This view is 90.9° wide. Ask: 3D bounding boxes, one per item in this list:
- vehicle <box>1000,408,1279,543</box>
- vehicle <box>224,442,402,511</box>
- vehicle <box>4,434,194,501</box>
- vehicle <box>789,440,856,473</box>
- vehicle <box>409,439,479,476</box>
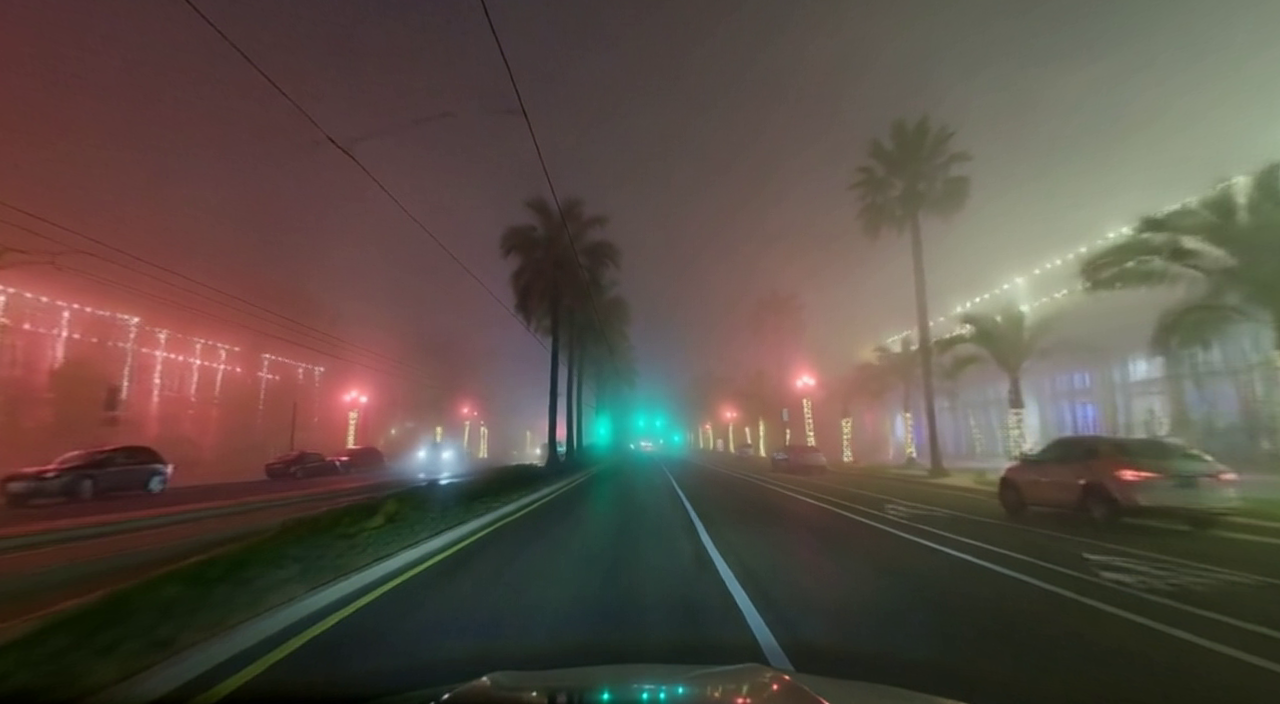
[{"bbox_3d":[8.371,1.906,10.382,1.995,1.677,4.863,0,-8,0],"label":"vehicle"},{"bbox_3d":[-7.933,3.039,15.914,2.046,1.475,4.426,0,-8,1],"label":"vehicle"},{"bbox_3d":[-16.591,3.536,19.724,1.974,1.808,4.373,0,-8,1],"label":"vehicle"},{"bbox_3d":[8.825,5.088,30.814,1.816,1.488,4.102,0,-8,-4],"label":"vehicle"},{"bbox_3d":[-10.638,5.735,34.679,2.096,1.860,4.953,-1,-8,2],"label":"vehicle"}]
